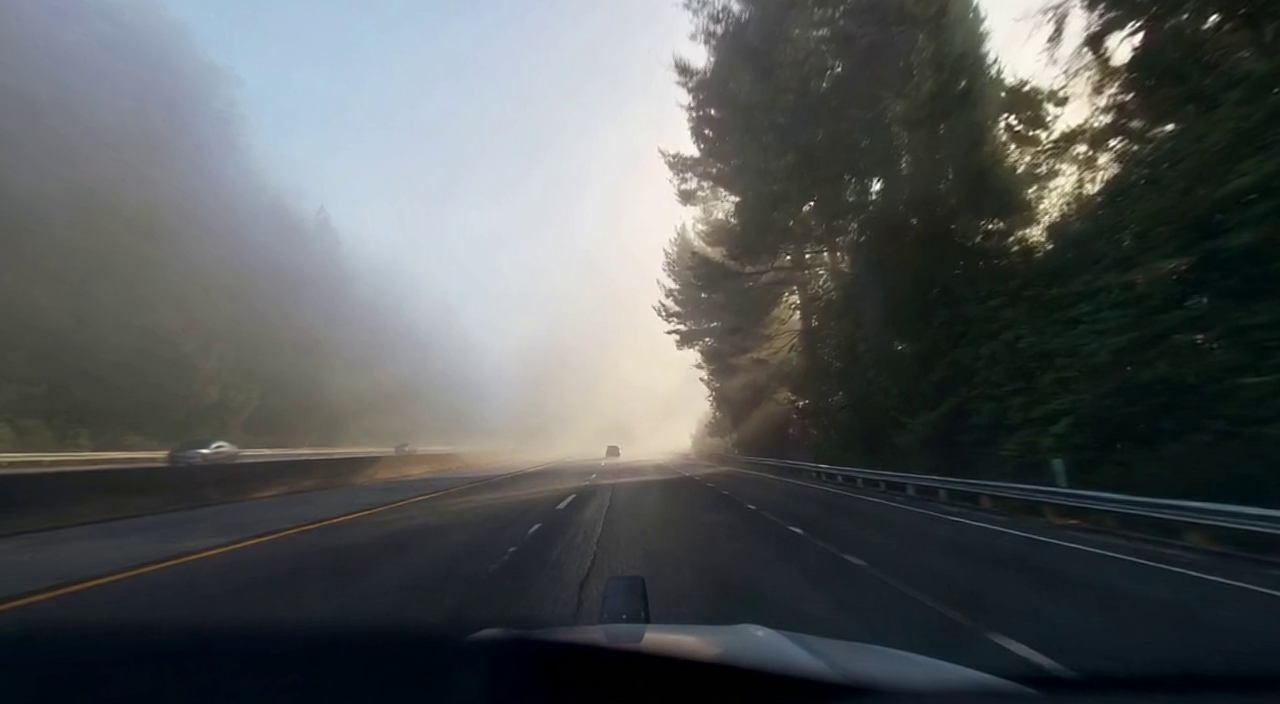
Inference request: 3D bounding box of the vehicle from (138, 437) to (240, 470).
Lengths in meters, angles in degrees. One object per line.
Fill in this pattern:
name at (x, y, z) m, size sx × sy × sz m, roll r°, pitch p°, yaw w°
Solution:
vehicle at (-21.879, 4.931, 30.778) m, size 1.861 × 1.491 × 4.260 m, roll 0°, pitch -9°, yaw -1°
